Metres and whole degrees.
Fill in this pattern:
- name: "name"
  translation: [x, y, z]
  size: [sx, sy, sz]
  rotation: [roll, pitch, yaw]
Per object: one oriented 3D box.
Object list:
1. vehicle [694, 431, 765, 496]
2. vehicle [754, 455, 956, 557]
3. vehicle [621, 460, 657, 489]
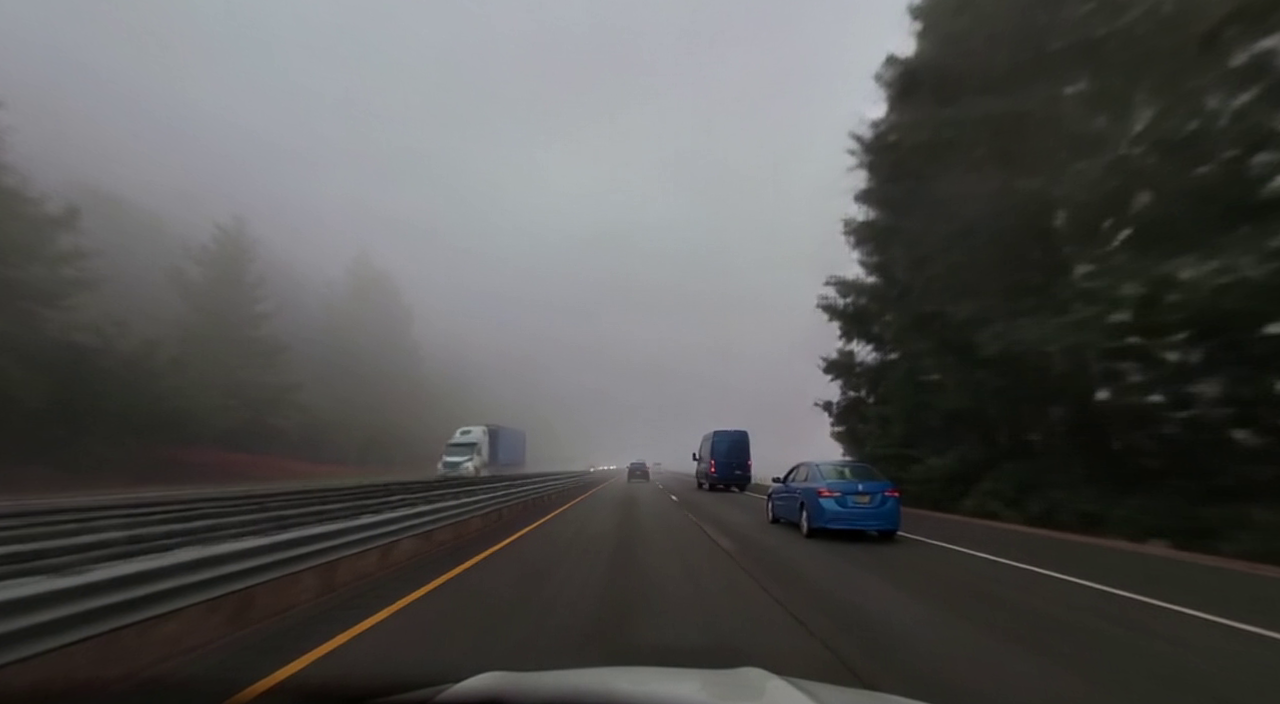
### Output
- name: "vehicle"
  translation: [4.446, 5.803, 32.736]
  size: [2.563, 2.975, 6.941]
  rotation: [1, -10, -1]
- name: "vehicle"
  translation: [3.763, 2.833, 12.229]
  size: [2.073, 1.532, 4.969]
  rotation: [1, -10, -1]
- name: "vehicle"
  translation: [-0.072, 7.940, 40.850]
  size: [2.212, 1.717, 4.452]
  rotation: [1, -10, 0]
